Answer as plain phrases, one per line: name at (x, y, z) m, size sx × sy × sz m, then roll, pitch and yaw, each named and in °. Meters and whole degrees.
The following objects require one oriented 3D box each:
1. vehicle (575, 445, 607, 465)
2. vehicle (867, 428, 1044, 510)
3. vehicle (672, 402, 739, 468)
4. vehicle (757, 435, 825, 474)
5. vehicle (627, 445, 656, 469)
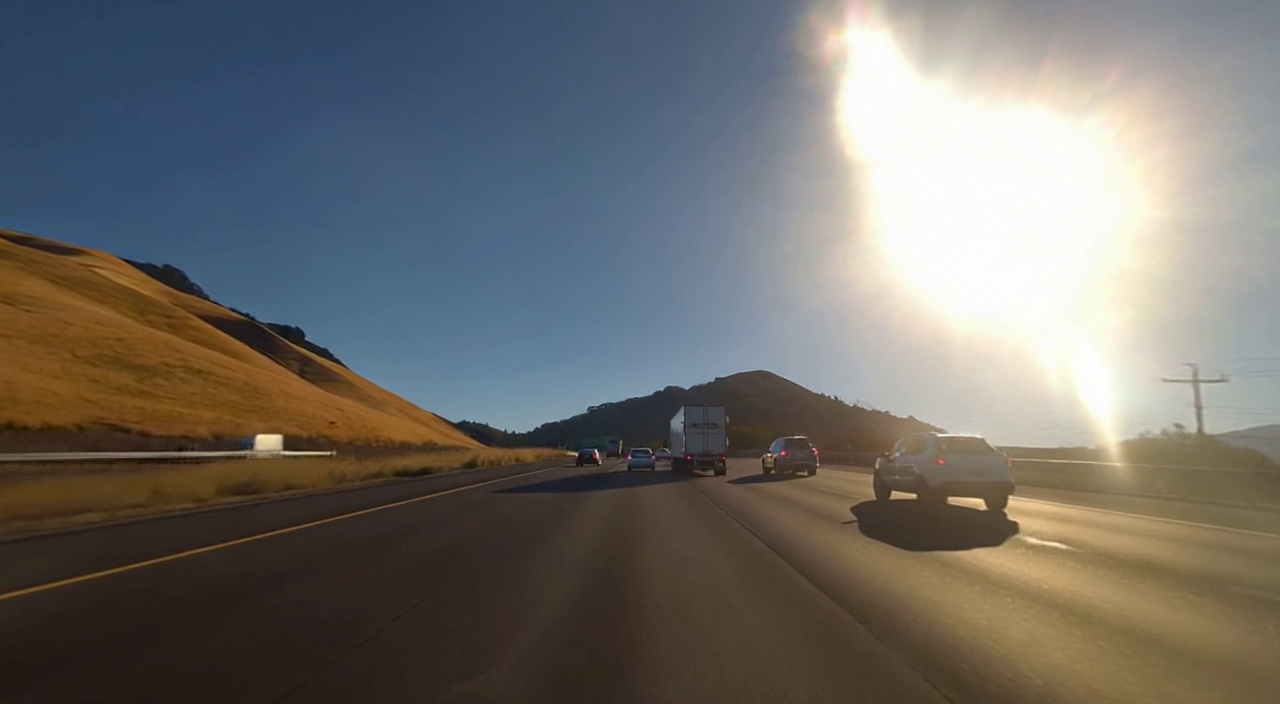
vehicle at (-3.696, 7.907, 48.486) m, size 2.132 × 1.506 × 4.256 m, roll 0°, pitch -9°, yaw 0°
vehicle at (7.369, 2.774, 15.353) m, size 2.044 × 1.676 × 4.421 m, roll 0°, pitch -9°, yaw 1°
vehicle at (3.914, 5.468, 40.783) m, size 3.130 × 3.607 × 11.129 m, roll 0°, pitch -9°, yaw 0°
vehicle at (7.364, 5.045, 31.174) m, size 2.143 × 1.775 × 4.729 m, roll 0°, pitch -9°, yaw 0°
vehicle at (0.081, 6.956, 42.054) m, size 1.866 × 1.492 × 3.932 m, roll 0°, pitch -9°, yaw -1°
